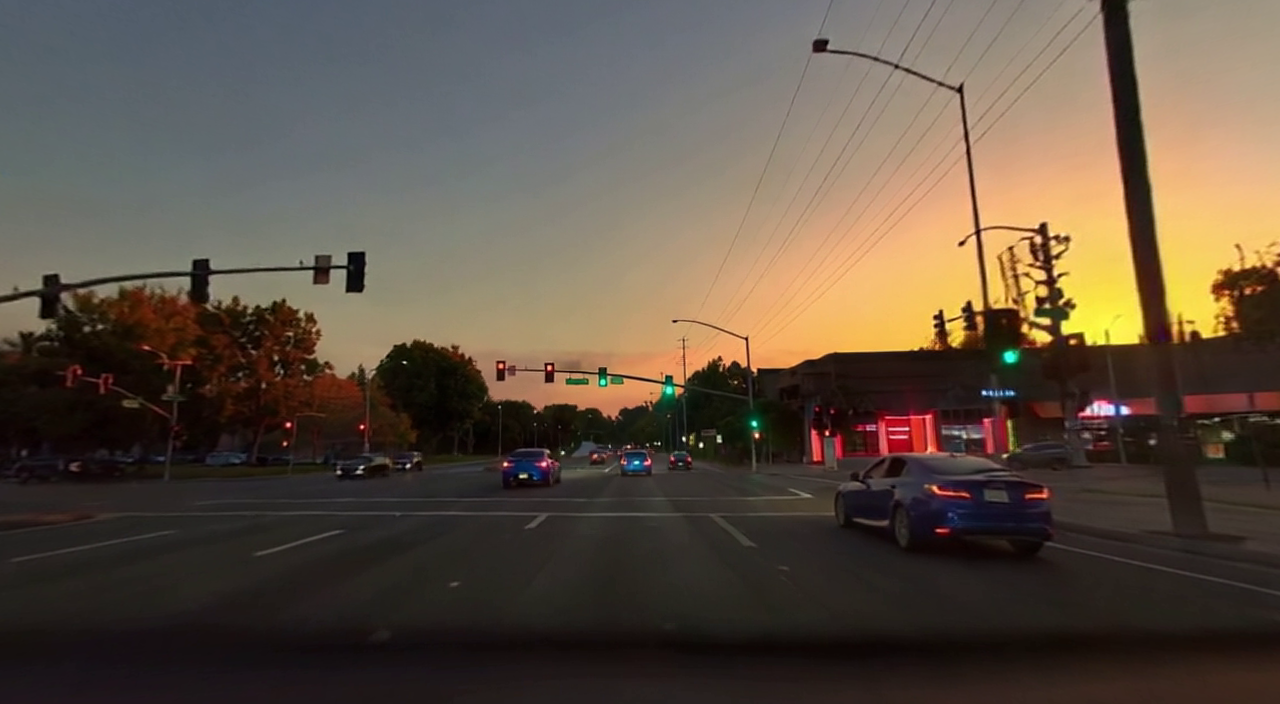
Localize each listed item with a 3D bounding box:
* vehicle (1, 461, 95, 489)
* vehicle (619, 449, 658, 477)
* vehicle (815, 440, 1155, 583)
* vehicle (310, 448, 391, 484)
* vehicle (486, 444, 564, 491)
[{"bbox_3d":[-37.172,7.705,39.746,3.931,1.653,2.134,-1,-9,7],"label":"vehicle"},{"bbox_3d":[-0.124,6.204,35.583,2.072,1.473,4.139,0,-8,-1],"label":"vehicle"},{"bbox_3d":[4.340,2.051,9.181,2.119,1.479,4.910,0,-8,-1],"label":"vehicle"},{"bbox_3d":[-14.172,5.561,31.192,1.987,1.641,4.185,0,-8,0],"label":"vehicle"},{"bbox_3d":[-4.189,4.281,23.775,2.035,1.564,4.702,0,-8,0],"label":"vehicle"}]
